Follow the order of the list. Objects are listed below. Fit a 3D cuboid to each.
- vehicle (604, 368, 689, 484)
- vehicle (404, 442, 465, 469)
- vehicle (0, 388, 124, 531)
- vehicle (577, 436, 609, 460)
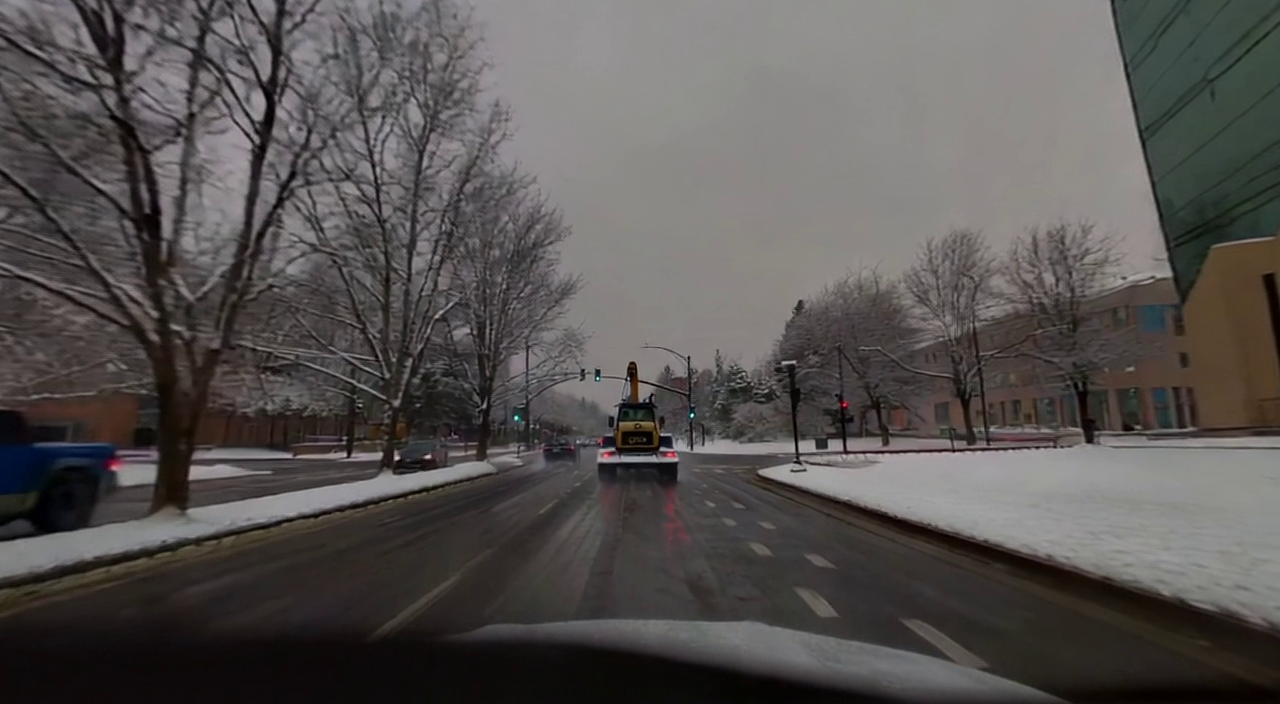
[{"bbox_3d":[0.198,3.034,24.545,2.552,3.461,11.044,-1,-8,0],"label":"vehicle"},{"bbox_3d":[-12.094,6.117,37.451,1.941,1.520,4.864,0,-9,0],"label":"vehicle"},{"bbox_3d":[-12.225,1.788,10.433,2.404,2.444,5.799,0,-9,-1],"label":"vehicle"},{"bbox_3d":[-3.472,7.251,47.553,2.081,1.688,4.235,0,-9,0],"label":"vehicle"}]
